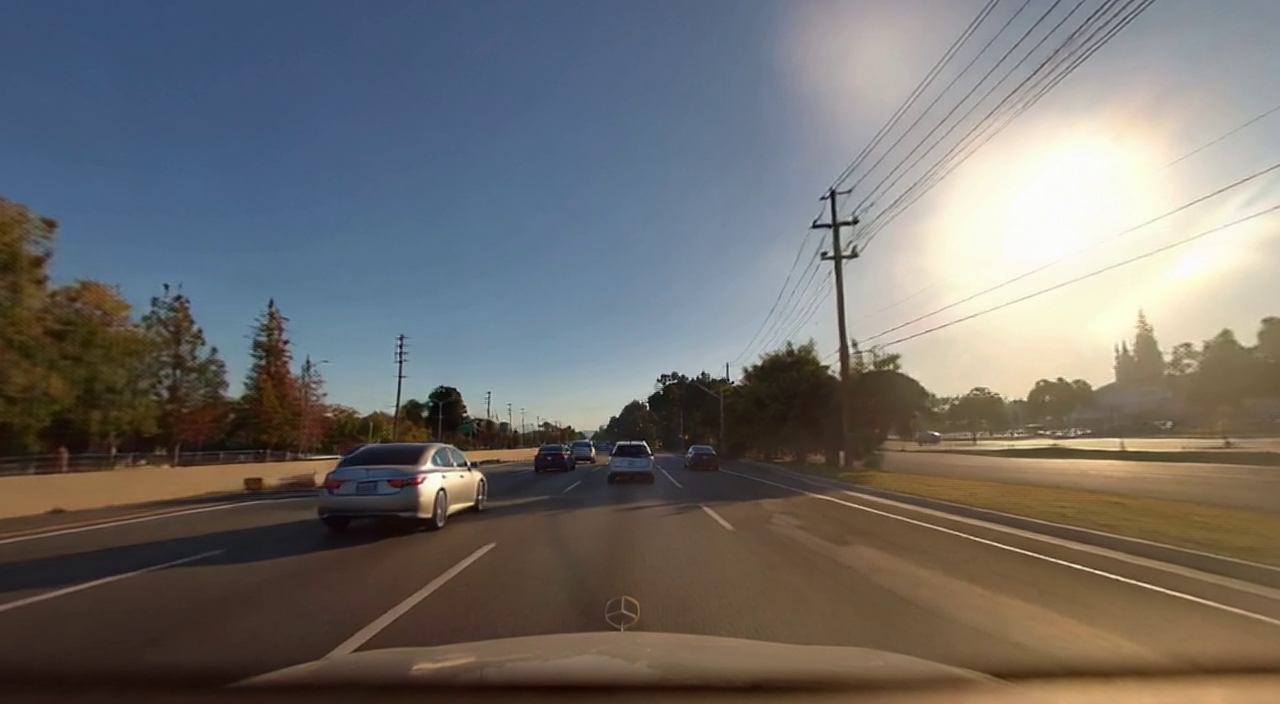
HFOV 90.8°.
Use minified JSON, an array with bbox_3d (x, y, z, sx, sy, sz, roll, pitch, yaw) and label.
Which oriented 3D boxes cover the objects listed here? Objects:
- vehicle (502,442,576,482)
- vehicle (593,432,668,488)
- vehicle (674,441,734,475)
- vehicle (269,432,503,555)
[{"bbox_3d":[-3.898,4.333,25.235,2.203,1.425,4.610,0,-8,0],"label":"vehicle"},{"bbox_3d":[-0.318,3.631,21.571,2.284,1.699,4.168,0,-8,-1],"label":"vehicle"},{"bbox_3d":[2.902,4.925,29.714,2.197,1.464,4.356,0,-8,-2],"label":"vehicle"},{"bbox_3d":[-3.540,2.035,9.883,1.958,1.447,4.454,0,-8,-2],"label":"vehicle"}]
